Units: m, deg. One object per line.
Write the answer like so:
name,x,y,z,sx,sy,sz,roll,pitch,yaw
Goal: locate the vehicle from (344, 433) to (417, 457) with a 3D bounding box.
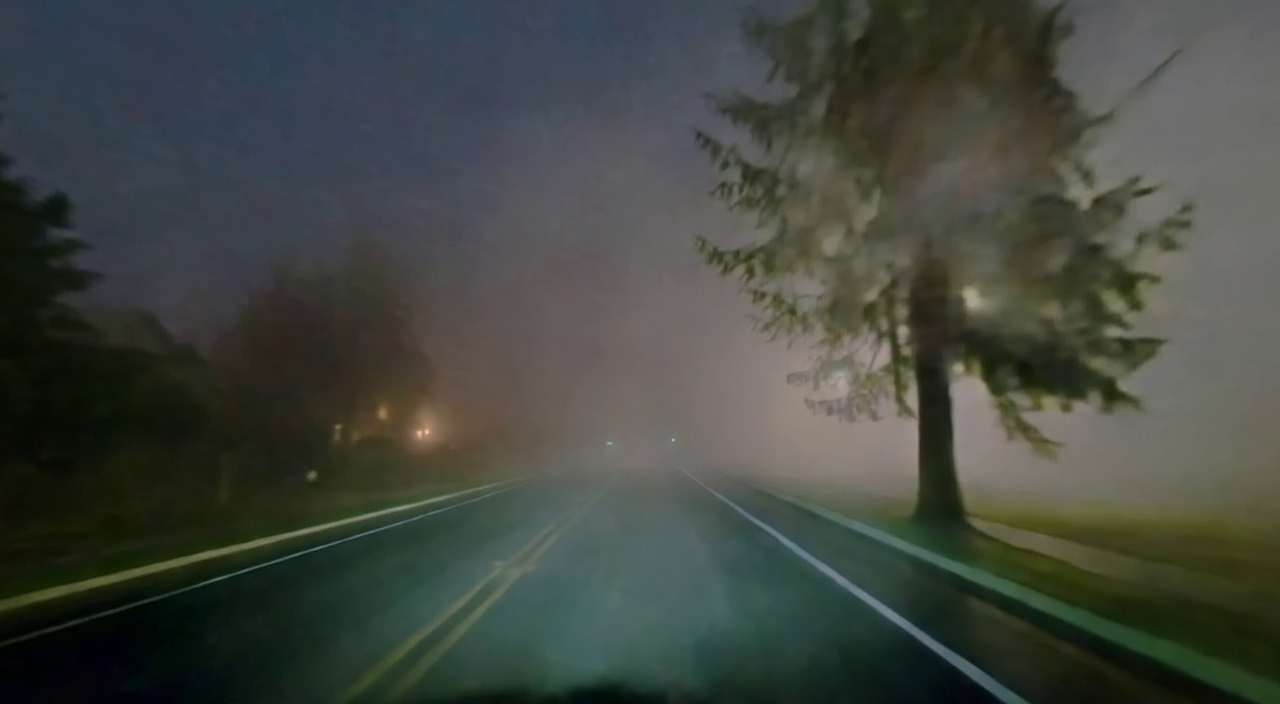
vehicle,-19.903,7.157,48.565,4.640,1.765,2.242,0,-9,-3
